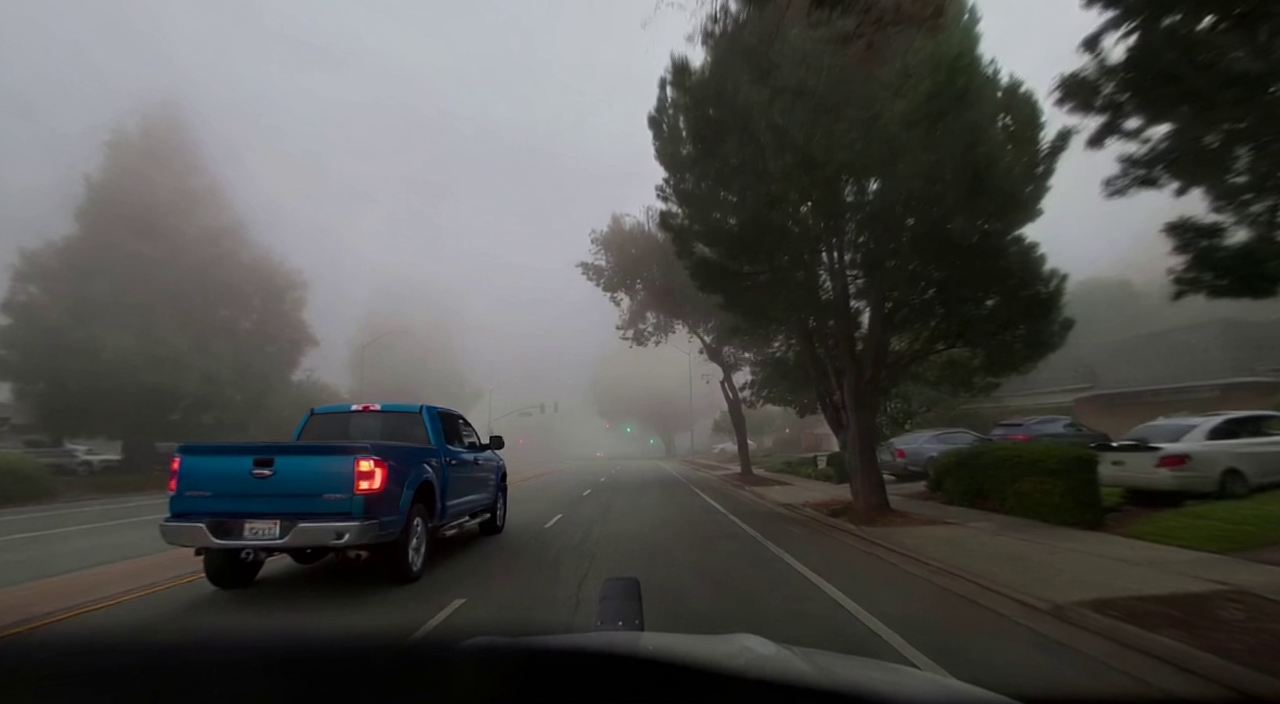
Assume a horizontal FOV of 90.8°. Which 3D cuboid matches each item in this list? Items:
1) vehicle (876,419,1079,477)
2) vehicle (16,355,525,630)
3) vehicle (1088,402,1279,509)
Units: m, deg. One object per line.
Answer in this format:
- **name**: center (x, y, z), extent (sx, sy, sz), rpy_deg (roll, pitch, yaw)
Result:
- **vehicle**: center (9.619, 2.779, 18.299), extent (4.696, 1.555, 2.009), rpy_deg (0, -9, -2)
- **vehicle**: center (-3.237, 1.458, 7.620), extent (2.508, 2.001, 5.880), rpy_deg (0, -9, 1)
- **vehicle**: center (11.022, 1.597, 10.665), extent (5.237, 1.495, 2.073), rpy_deg (-4, -9, 0)
